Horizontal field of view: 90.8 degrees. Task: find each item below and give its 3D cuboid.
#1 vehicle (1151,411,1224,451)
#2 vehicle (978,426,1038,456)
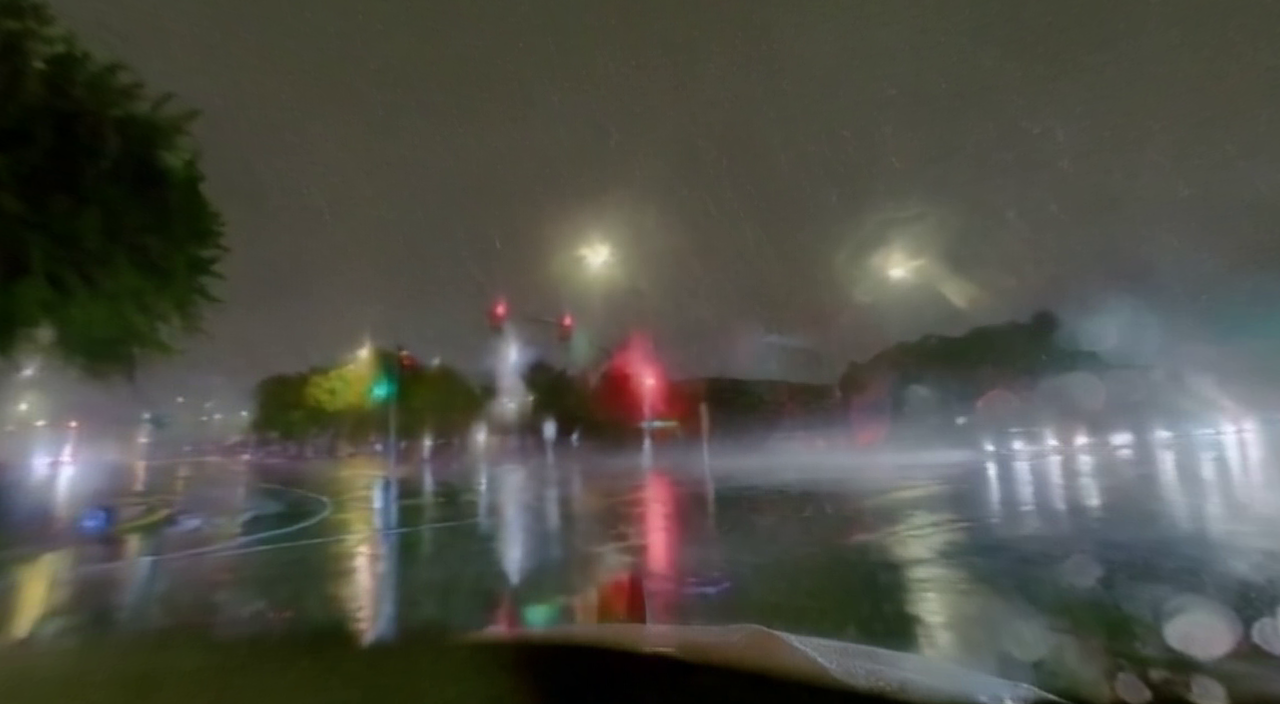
[{"bbox_3d":[24.814,3.641,28.600,4.025,1.663,2.034,8,-12,-44],"label":"vehicle"},{"bbox_3d":[20.009,4.846,34.272,1.786,1.499,3.797,-9,-12,44],"label":"vehicle"}]
